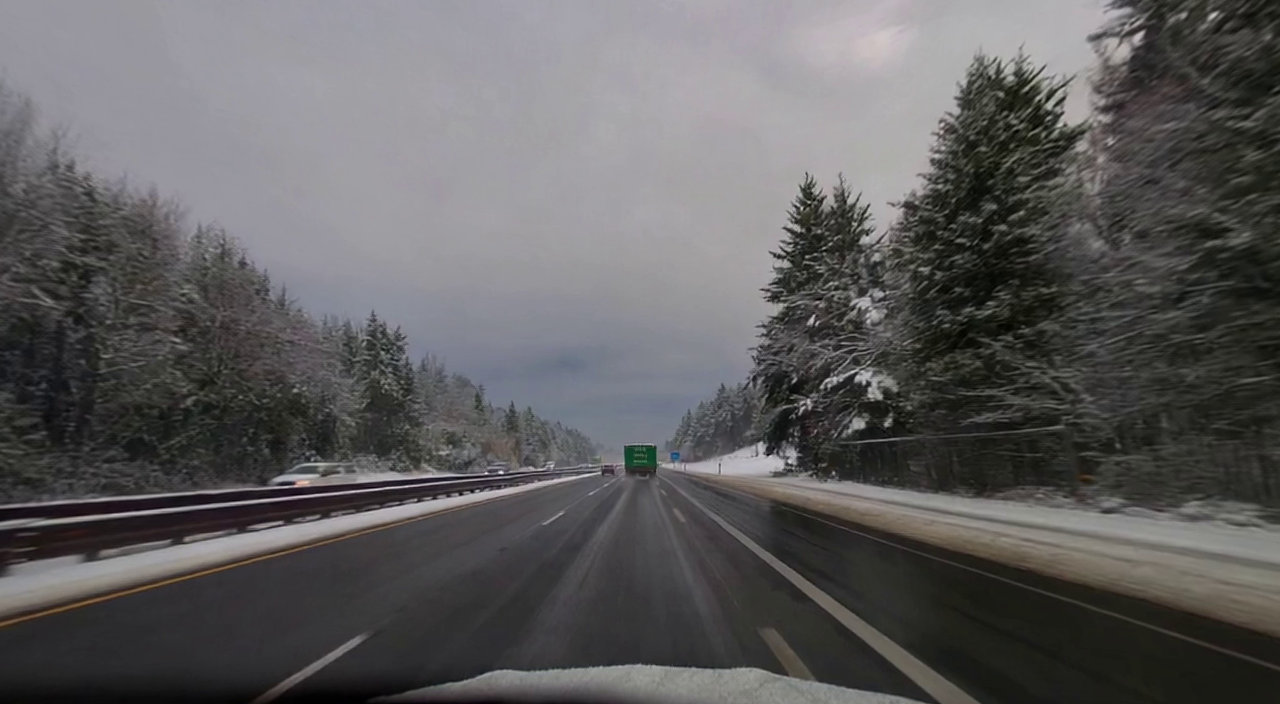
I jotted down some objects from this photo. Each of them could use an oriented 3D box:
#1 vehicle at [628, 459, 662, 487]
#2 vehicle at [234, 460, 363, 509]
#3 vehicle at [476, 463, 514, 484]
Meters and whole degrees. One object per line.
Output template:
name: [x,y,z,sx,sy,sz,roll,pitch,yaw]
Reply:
vehicle: [0.322,7.778,40.478,2.048,1.663,4.377,1,-10,0]
vehicle: [-11.703,4.572,21.988,1.949,1.474,4.439,1,-10,1]
vehicle: [-11.319,9.497,49.306,1.894,1.469,3.976,0,-10,1]
